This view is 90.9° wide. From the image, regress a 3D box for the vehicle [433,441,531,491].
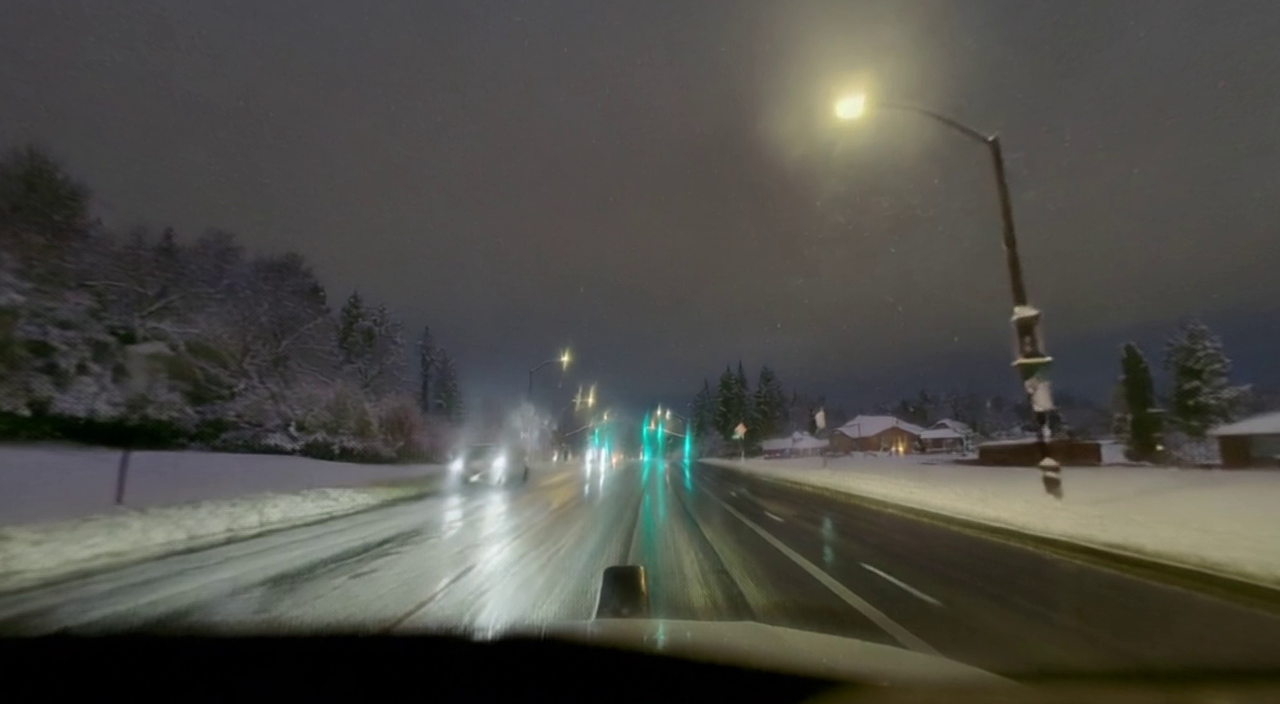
[{"bbox_3d":[-5.269,3.830,21.722,2.133,1.508,4.535,0,-8,1],"label":"vehicle"}]
